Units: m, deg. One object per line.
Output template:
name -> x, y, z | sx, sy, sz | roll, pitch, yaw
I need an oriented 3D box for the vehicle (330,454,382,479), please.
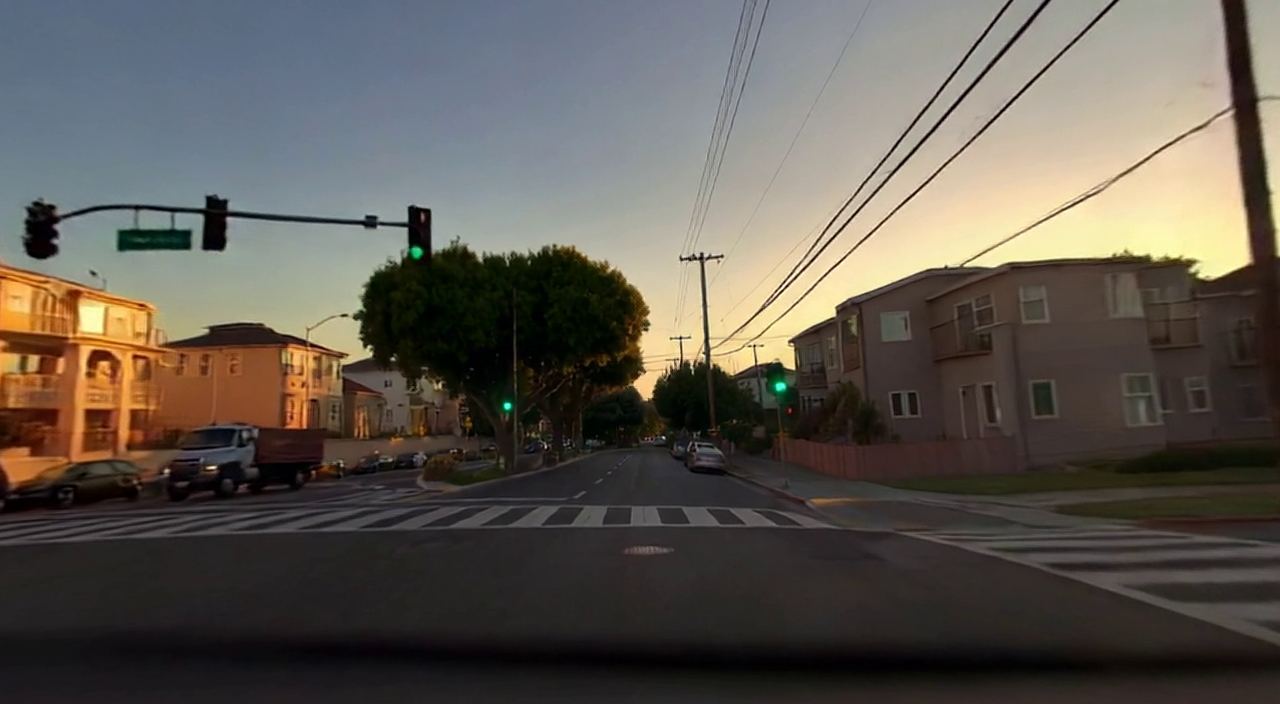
vehicle -> -18.686, 7.516, 41.582 | 1.652, 1.478, 3.682 | 0, -8, 1

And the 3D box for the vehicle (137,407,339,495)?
vehicle -> -16.169, 4.116, 26.354 | 2.979, 3.071, 7.978 | 0, -9, 1

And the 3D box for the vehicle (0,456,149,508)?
vehicle -> -19.295, 4.300, 21.310 | 1.751, 1.487, 4.514 | 0, -9, -1

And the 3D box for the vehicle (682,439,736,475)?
vehicle -> 3.124, 4.862, 29.361 | 1.986, 1.491, 4.500 | 0, -9, 0

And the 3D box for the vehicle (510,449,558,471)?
vehicle -> -5.954, 6.104, 35.636 | 1.925, 1.016, 2.951 | -2, -6, 6
